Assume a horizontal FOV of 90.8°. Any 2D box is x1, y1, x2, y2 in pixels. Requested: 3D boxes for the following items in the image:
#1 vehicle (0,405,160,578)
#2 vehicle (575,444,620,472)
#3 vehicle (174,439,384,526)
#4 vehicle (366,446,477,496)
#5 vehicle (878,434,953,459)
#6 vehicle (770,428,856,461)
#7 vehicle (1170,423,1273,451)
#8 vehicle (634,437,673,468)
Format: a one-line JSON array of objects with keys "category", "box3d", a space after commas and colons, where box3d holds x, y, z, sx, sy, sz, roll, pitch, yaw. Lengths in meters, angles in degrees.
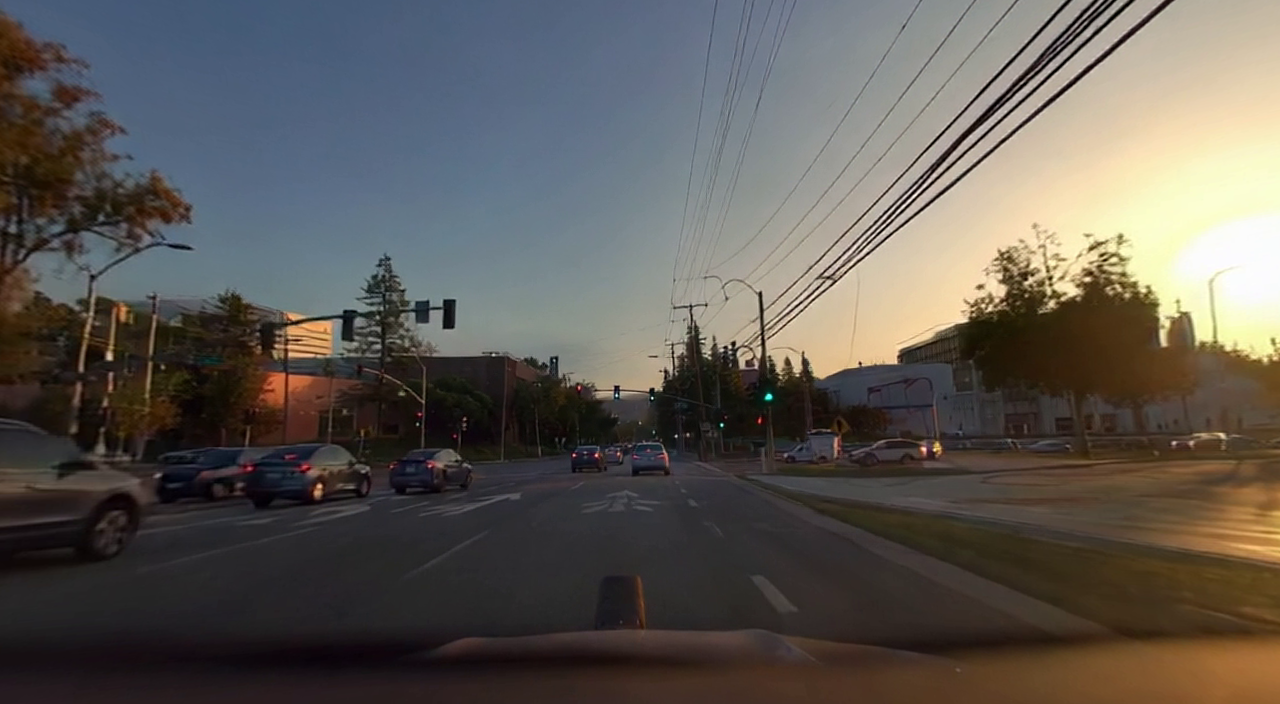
[{"category": "vehicle", "box3d": [-7.482, 1.425, 6.461, 1.860, 1.754, 4.089, 0, -8, 0]}, {"category": "vehicle", "box3d": [-2.351, 6.050, 36.233, 2.064, 1.464, 4.373, 0, -8, 3]}, {"category": "vehicle", "box3d": [-7.556, 2.725, 13.858, 1.912, 1.573, 4.299, 0, -8, 2]}, {"category": "vehicle", "box3d": [-7.101, 3.892, 21.146, 1.904, 1.449, 4.580, 0, -8, 3]}, {"category": "vehicle", "box3d": [20.167, 6.907, 46.336, 4.544, 1.764, 1.985, -1, -8, 4]}, {"category": "vehicle", "box3d": [12.763, 6.892, 46.986, 5.748, 2.332, 2.361, -1, -8, 3]}, {"category": "vehicle", "box3d": [41.310, 6.075, 44.963, 4.988, 1.916, 2.172, -1, -8, 3]}, {"category": "vehicle", "box3d": [0.887, 6.409, 40.311, 2.276, 1.850, 3.897, -1, -8, 4]}]
